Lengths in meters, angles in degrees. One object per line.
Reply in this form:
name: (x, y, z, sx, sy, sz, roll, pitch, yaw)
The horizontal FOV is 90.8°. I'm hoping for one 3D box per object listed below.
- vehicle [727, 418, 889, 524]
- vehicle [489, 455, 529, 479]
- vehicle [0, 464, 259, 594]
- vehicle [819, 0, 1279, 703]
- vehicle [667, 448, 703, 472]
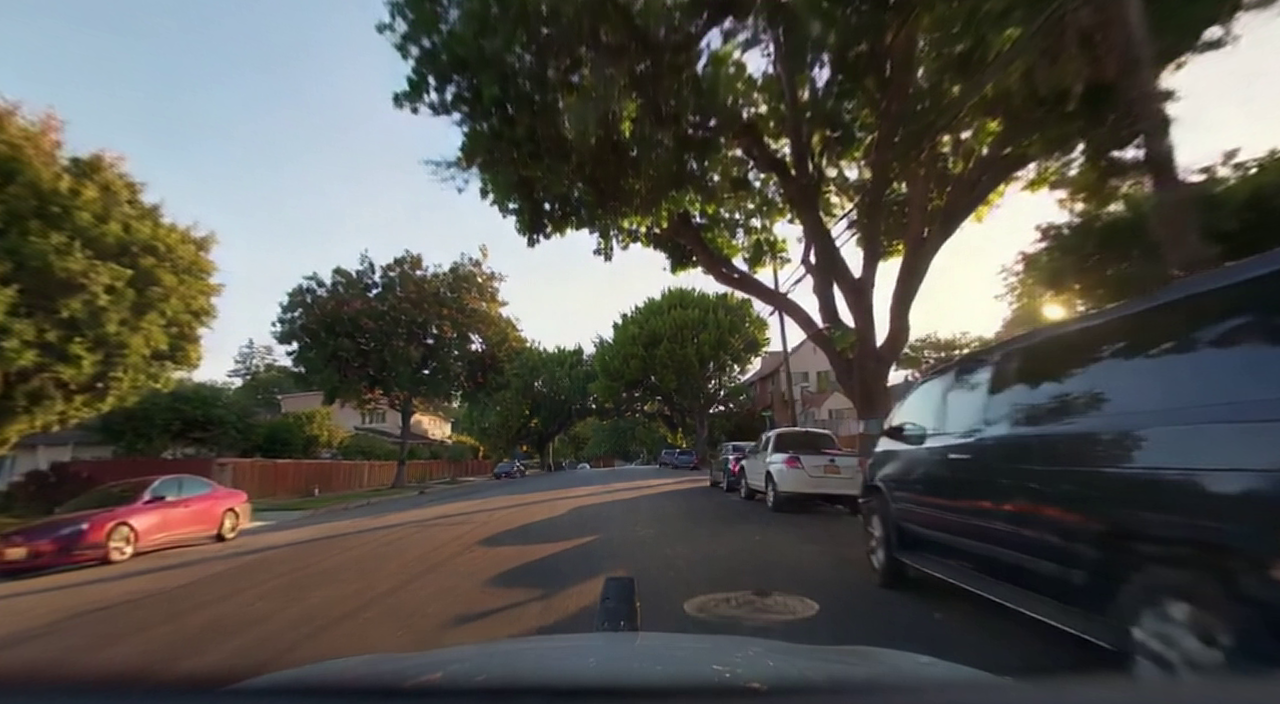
vehicle: (3.120, 2.334, 12.868, 1.928, 1.751, 4.537, 0, -9, -1)
vehicle: (-8.753, 7.703, 42.480, 1.937, 1.427, 4.510, 0, -9, -3)
vehicle: (-8.431, 2.745, 10.401, 1.839, 1.384, 4.124, -7, -7, -2)
vehicle: (3.152, 0.570, 3.961, 2.388, 2.604, 6.241, 0, -9, 2)
vehicle: (2.951, 7.218, 42.417, 1.927, 1.529, 4.144, 0, -9, -3)
